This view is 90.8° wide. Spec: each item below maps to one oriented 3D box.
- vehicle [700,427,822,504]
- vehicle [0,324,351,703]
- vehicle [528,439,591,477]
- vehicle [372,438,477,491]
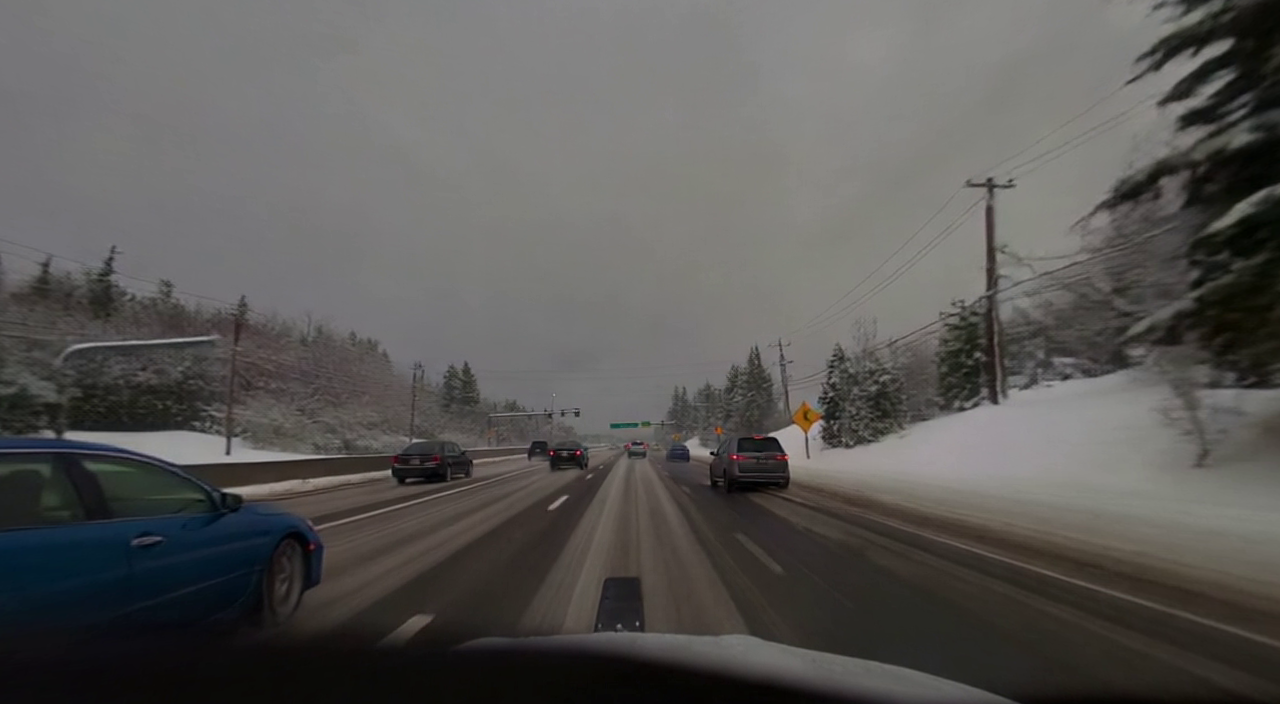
[{"bbox_3d":[2.849,2.799,16.001,2.100,1.659,4.387,0,-8,-1],"label":"vehicle"},{"bbox_3d":[-3.253,0.836,2.613,2.104,1.707,4.338,0,-8,-1],"label":"vehicle"},{"bbox_3d":[-3.378,4.533,27.336,2.066,1.488,4.377,0,-8,1],"label":"vehicle"},{"bbox_3d":[-6.684,3.519,20.113,1.903,1.482,4.180,0,-8,0],"label":"vehicle"}]
